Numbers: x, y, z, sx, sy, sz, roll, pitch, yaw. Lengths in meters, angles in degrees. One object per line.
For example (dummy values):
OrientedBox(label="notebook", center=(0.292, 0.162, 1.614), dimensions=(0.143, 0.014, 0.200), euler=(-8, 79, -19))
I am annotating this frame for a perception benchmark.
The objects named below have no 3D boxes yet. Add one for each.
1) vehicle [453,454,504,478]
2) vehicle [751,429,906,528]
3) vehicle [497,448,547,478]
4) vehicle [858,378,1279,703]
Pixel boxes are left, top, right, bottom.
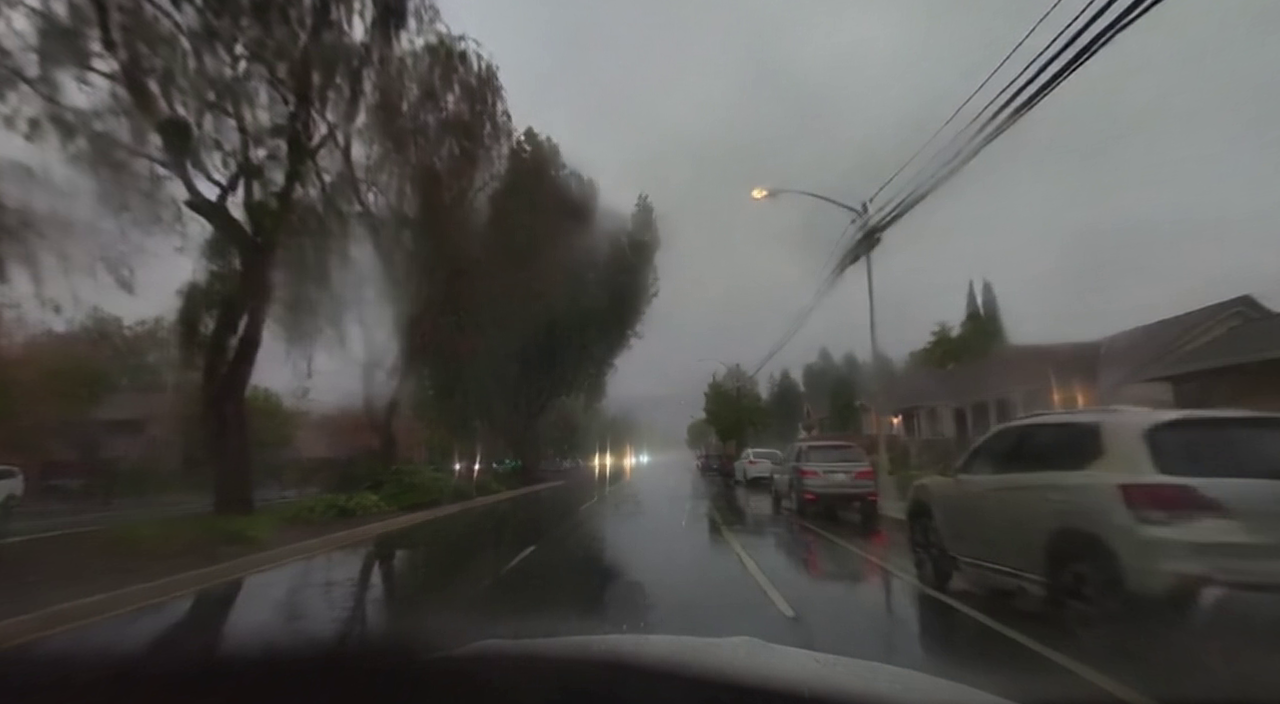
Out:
OrientedBox(label="vehicle", center=(-11.220, 7.937, 44.142), dimensions=(1.999, 1.467, 4.618), euler=(-1, -8, 5))
OrientedBox(label="vehicle", center=(3.964, 2.735, 14.402), dimensions=(2.166, 1.798, 5.256), euler=(-1, -8, 3))
OrientedBox(label="vehicle", center=(-7.478, 7.075, 40.412), dimensions=(2.331, 1.696, 4.861), euler=(0, -8, -1))
OrientedBox(label="vehicle", center=(3.892, 1.356, 5.626), dimensions=(2.170, 1.762, 4.902), euler=(-1, -8, 1))
